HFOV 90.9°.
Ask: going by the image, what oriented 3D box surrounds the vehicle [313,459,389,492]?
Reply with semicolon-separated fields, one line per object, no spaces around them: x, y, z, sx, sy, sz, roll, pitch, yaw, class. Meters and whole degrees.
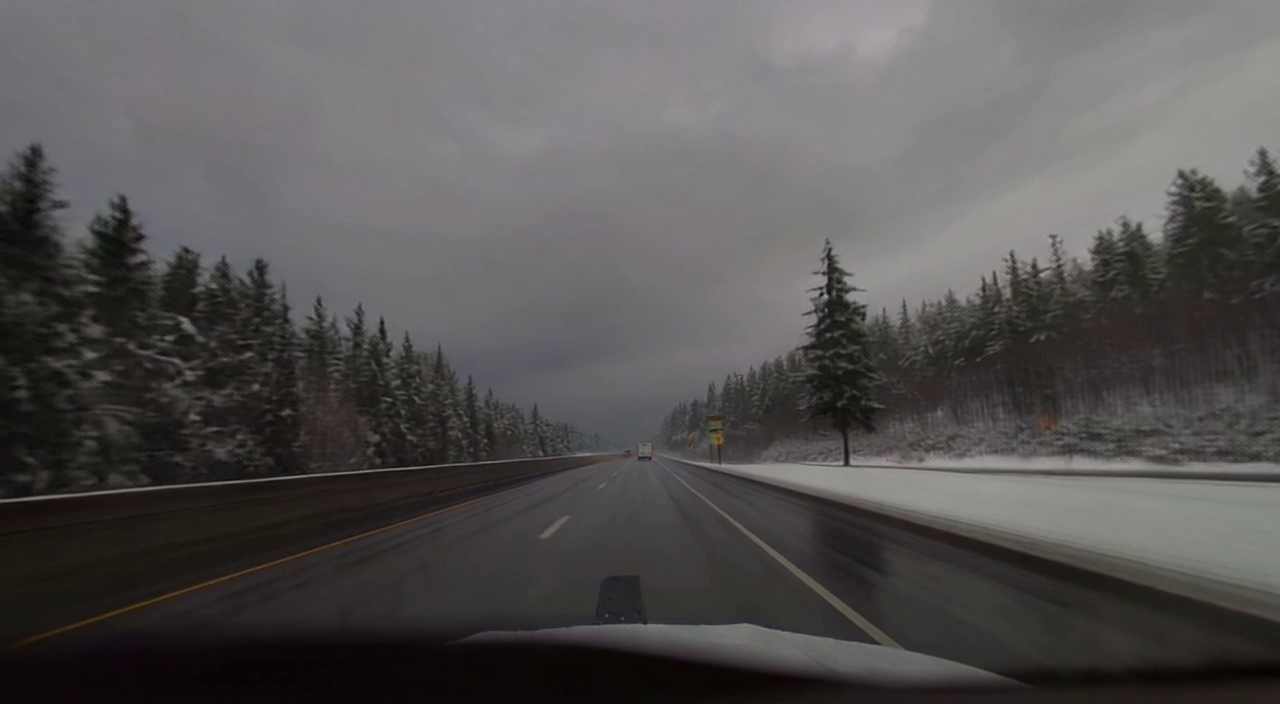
-14.517;6.207;31.930;1.841;1.465;4.007;0;-9;2;vehicle
